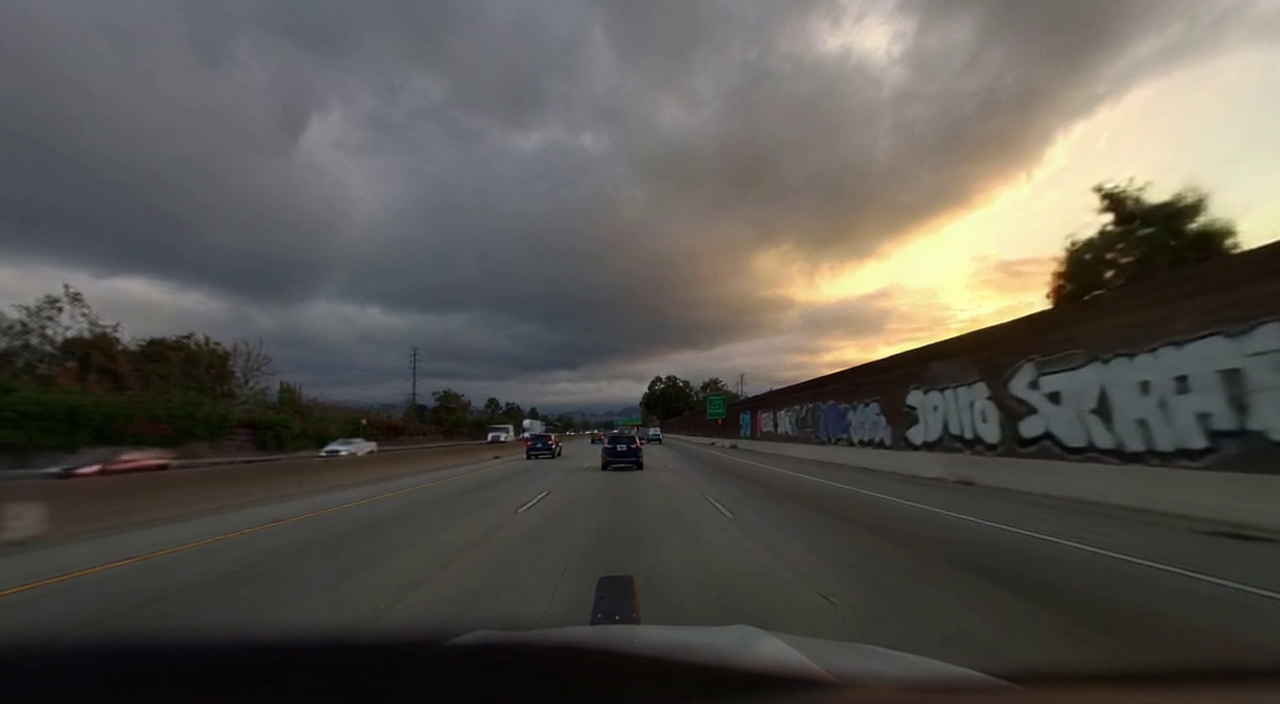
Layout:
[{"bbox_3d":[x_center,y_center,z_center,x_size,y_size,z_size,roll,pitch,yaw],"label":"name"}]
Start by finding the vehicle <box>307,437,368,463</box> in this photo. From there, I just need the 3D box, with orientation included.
[{"bbox_3d":[-20.584,6.684,43.106,2.012,1.661,4.358,0,-8,-1],"label":"vehicle"}]

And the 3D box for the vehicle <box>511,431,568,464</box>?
[{"bbox_3d":[-4.787,4.601,30.547,2.022,1.440,4.491,0,-8,0],"label":"vehicle"}]

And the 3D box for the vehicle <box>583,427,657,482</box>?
[{"bbox_3d":[-0.582,3.073,19.190,2.044,1.477,3.693,0,-8,-1],"label":"vehicle"}]

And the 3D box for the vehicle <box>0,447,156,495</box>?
[{"bbox_3d":[-20.452,4.253,22.990,1.933,1.478,4.620,0,-8,-1],"label":"vehicle"}]
